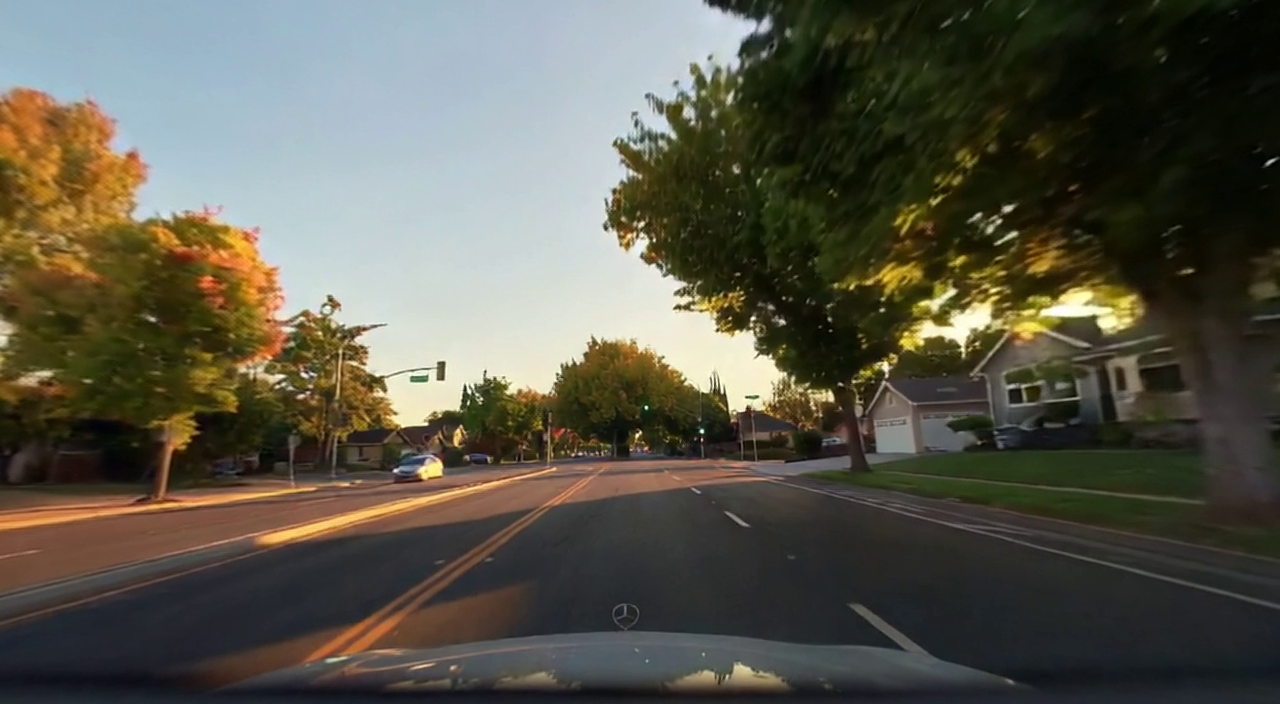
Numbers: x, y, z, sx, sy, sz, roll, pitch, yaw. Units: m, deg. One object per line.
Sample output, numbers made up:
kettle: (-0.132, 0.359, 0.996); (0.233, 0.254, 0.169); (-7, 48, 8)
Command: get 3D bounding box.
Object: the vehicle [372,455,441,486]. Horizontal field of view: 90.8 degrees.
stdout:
vehicle: (-12.672, 6.449, 34.646); (1.923, 1.516, 4.735); (0, -9, 0)
